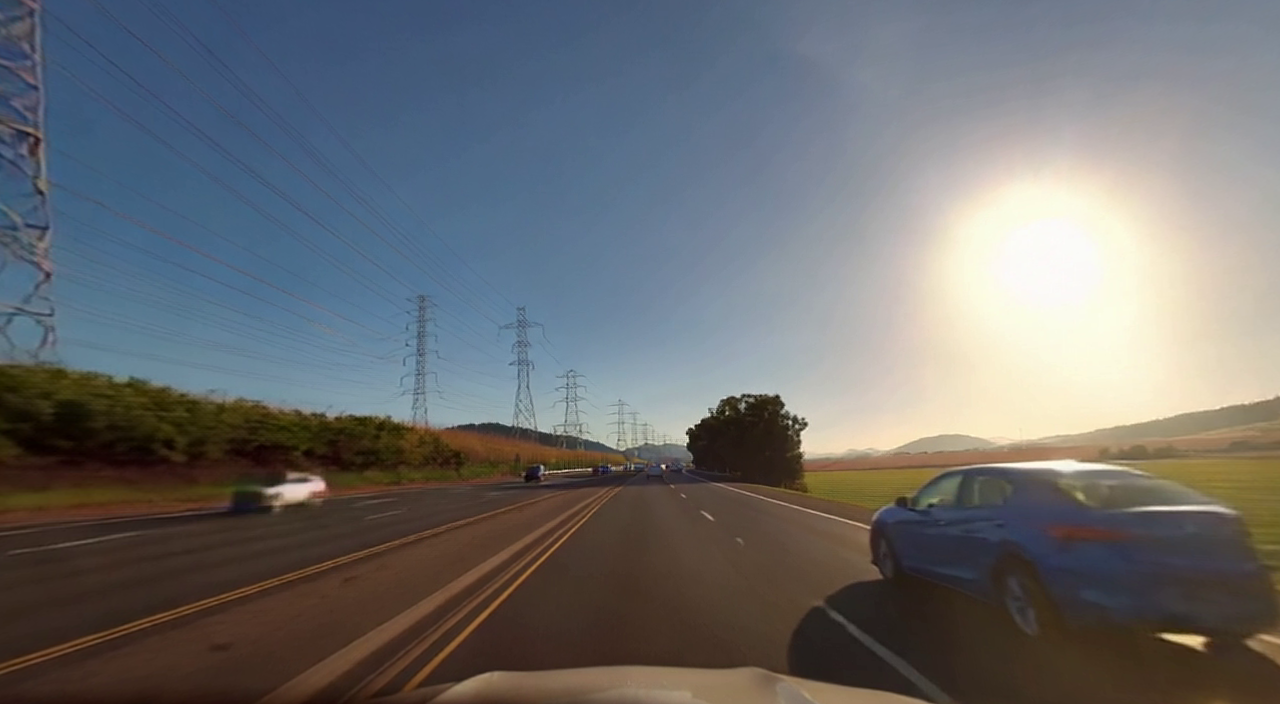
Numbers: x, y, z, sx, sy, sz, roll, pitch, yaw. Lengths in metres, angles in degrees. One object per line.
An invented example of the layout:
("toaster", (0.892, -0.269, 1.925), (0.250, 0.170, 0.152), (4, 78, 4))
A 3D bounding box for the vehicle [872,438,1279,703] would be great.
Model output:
("vehicle", (3.647, 1.567, 5.110), (1.985, 1.521, 3.904), (1, -10, 0))

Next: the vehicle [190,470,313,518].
("vehicle", (-13.436, 4.894, 21.999), (1.735, 1.455, 3.716), (0, -10, 3))
